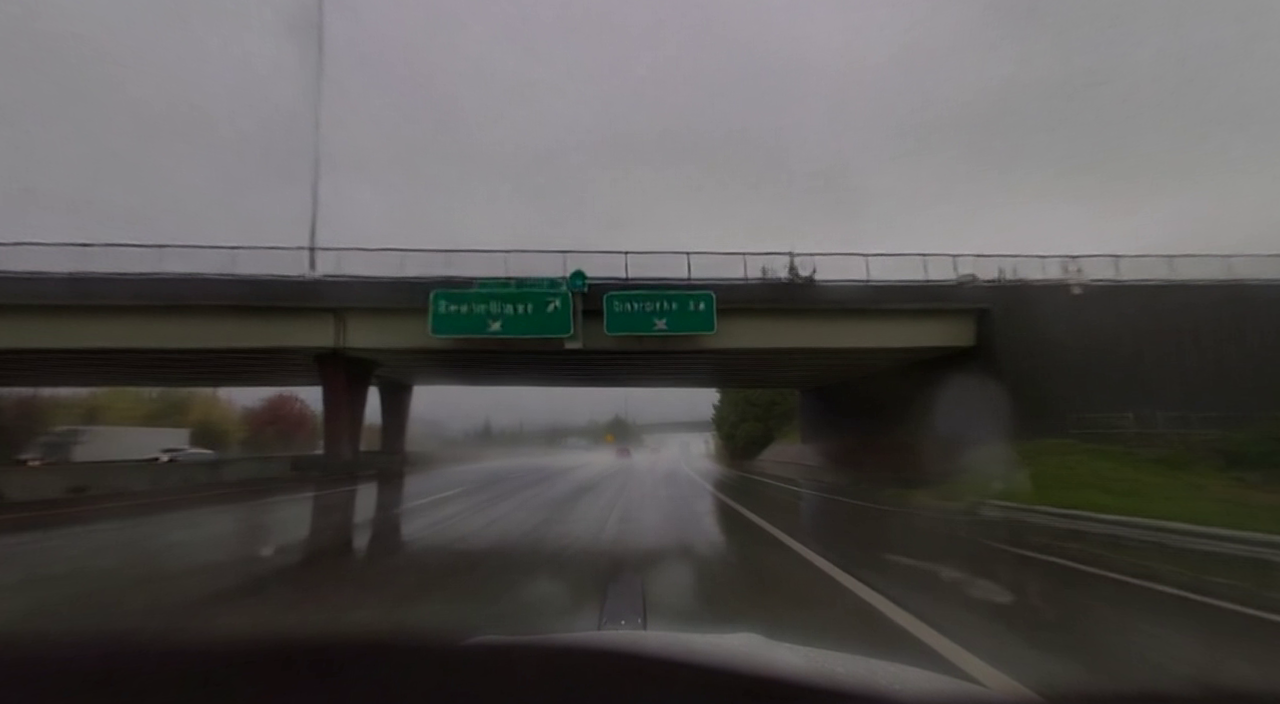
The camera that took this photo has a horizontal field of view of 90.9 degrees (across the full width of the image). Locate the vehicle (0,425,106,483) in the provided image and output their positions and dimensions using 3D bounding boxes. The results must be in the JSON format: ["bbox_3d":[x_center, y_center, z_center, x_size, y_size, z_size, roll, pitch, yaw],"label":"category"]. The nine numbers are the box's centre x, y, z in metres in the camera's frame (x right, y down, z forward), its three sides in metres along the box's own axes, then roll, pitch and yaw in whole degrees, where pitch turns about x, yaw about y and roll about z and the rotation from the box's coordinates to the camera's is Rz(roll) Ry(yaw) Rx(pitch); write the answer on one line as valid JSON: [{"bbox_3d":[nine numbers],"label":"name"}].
[{"bbox_3d":[-39.802,6.821,42.166,2.887,3.555,6.298,2,-9,-8],"label":"vehicle"}]
